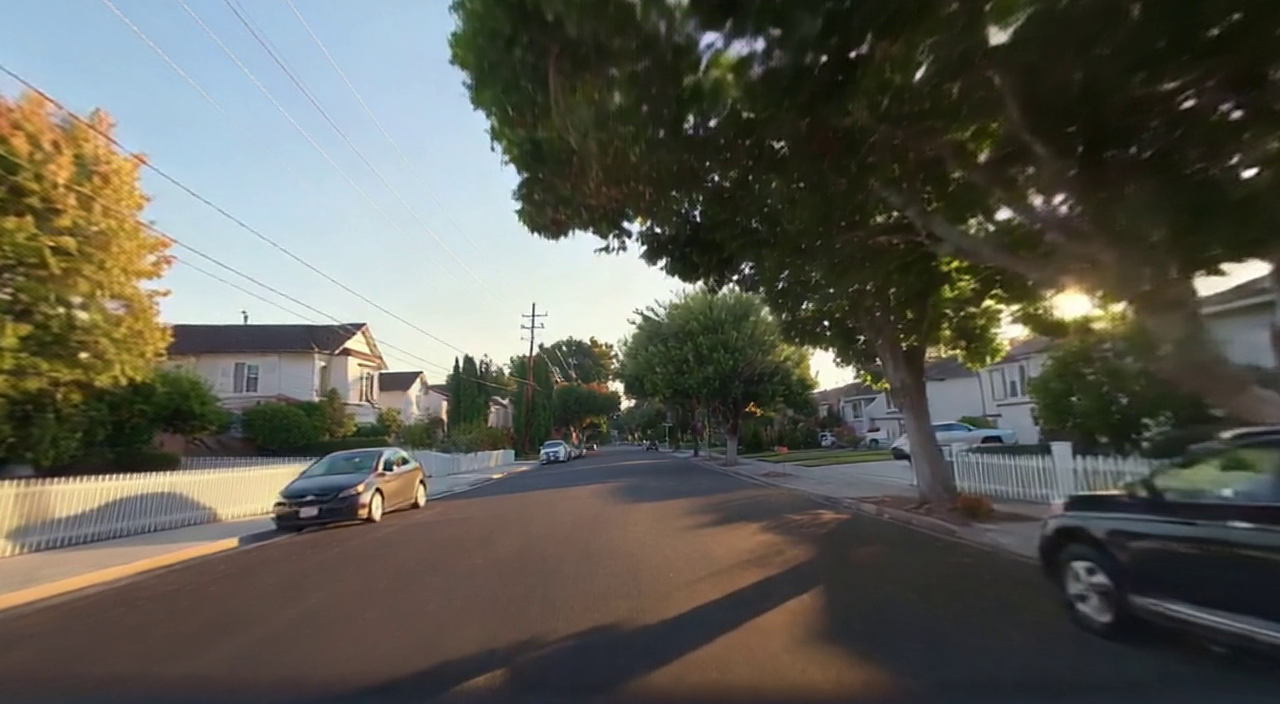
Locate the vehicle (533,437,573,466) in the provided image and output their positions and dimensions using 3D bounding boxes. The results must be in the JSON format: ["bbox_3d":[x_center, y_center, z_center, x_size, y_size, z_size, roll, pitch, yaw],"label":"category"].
[{"bbox_3d":[-6.471,7.450,47.519,2.240,1.940,5.429,-2,-9,-1],"label":"vehicle"}]

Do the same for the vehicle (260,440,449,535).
[{"bbox_3d":[-6.034,2.857,14.214,1.954,1.551,5.128,-3,-7,-1],"label":"vehicle"}]

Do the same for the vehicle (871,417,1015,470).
[{"bbox_3d":[11.077,3.432,23.444,4.293,1.657,1.961,-4,-10,9],"label":"vehicle"}]

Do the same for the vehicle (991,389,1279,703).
[{"bbox_3d":[4.045,1.004,3.276,2.020,1.558,3.925,1,-8,-3],"label":"vehicle"}]
